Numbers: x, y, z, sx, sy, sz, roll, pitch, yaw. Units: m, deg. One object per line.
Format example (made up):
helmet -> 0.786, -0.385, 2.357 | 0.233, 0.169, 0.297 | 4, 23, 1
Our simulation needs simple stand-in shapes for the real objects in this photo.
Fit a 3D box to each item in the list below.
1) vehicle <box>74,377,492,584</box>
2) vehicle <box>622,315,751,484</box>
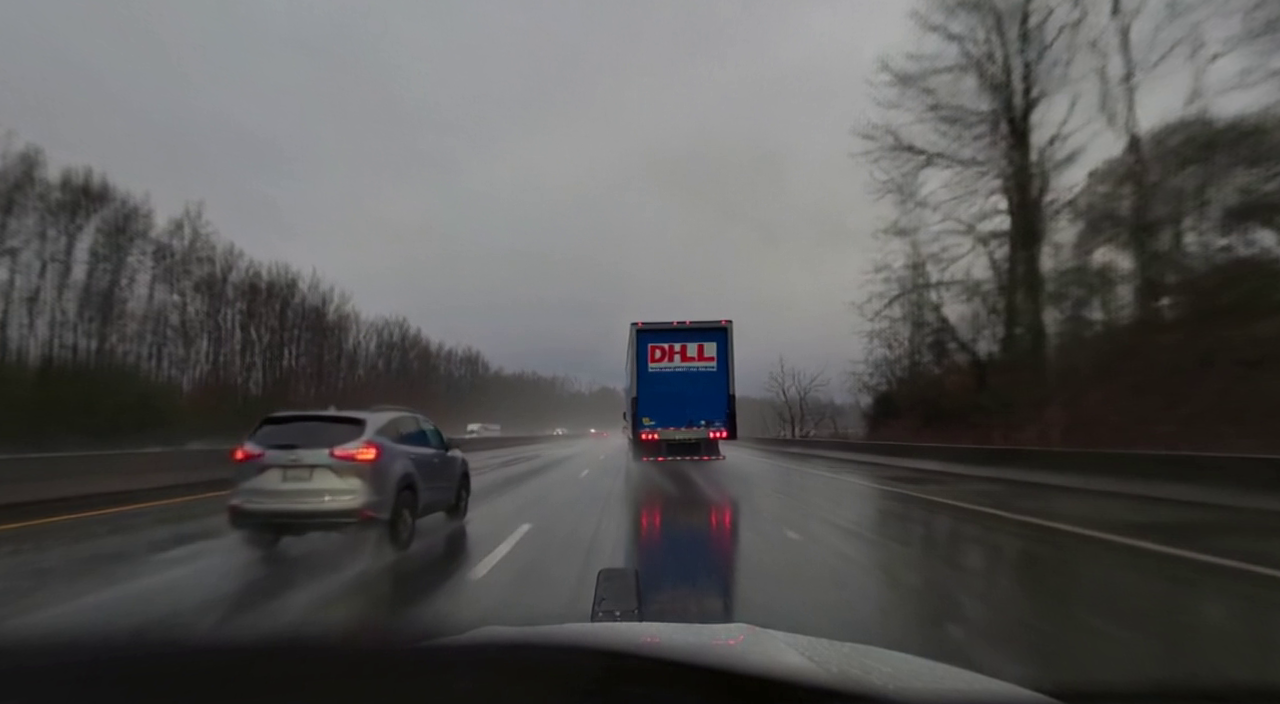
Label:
vehicle -> -3.706, 1.457, 8.112 | 2.394, 1.787, 5.186 | 0, -8, -1
vehicle -> 1.018, 1.745, 20.153 | 3.011, 4.211, 8.926 | 0, -8, -3
